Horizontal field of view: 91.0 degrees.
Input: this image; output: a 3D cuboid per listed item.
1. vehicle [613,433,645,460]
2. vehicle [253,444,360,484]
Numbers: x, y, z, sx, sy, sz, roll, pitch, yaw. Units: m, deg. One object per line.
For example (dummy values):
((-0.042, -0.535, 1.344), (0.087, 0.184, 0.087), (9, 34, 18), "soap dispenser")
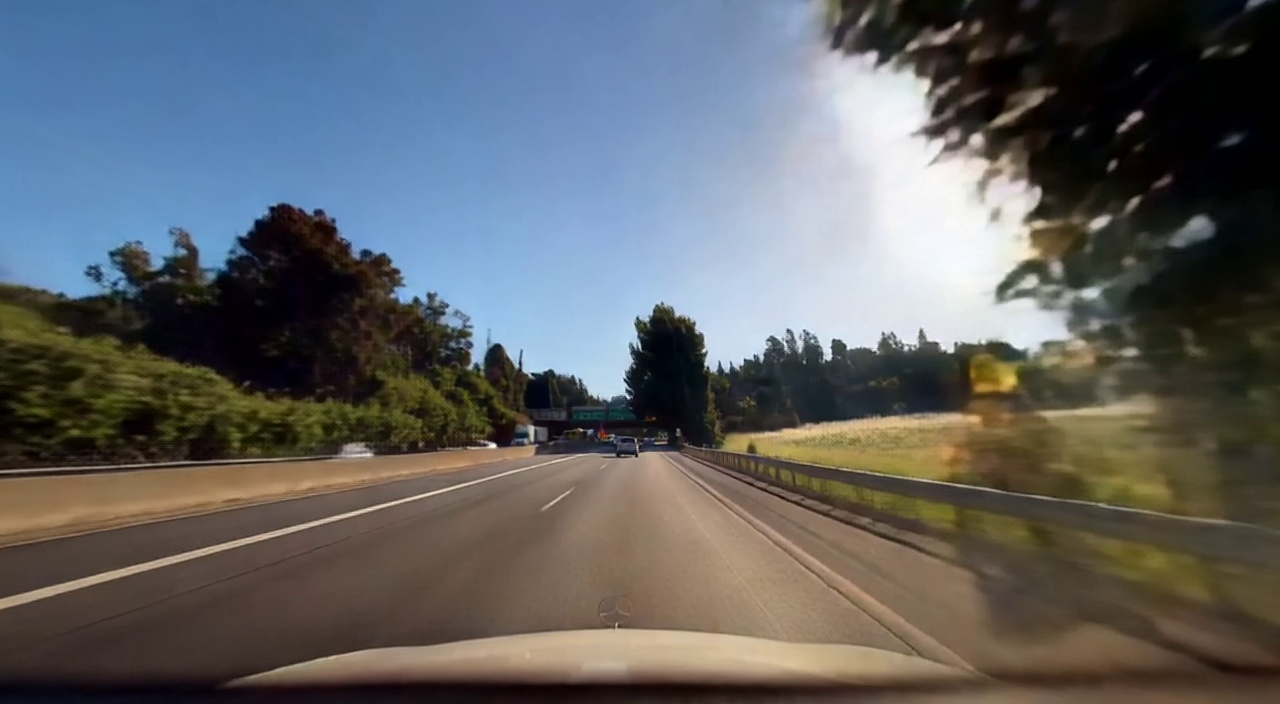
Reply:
((-0.805, 6.910, 46.218), (2.188, 1.825, 4.282), (0, -8, -1), "vehicle")
((-13.390, 4.492, 25.612), (1.993, 1.465, 4.260), (-1, -8, 0), "vehicle")
